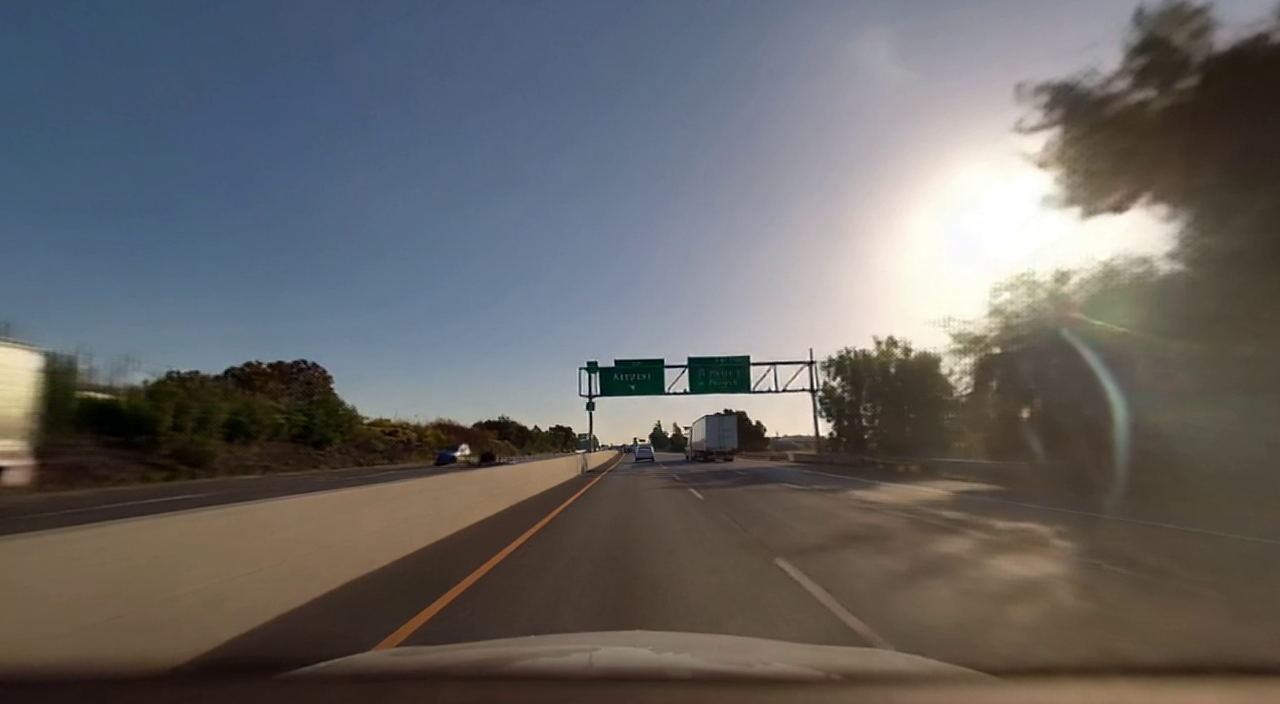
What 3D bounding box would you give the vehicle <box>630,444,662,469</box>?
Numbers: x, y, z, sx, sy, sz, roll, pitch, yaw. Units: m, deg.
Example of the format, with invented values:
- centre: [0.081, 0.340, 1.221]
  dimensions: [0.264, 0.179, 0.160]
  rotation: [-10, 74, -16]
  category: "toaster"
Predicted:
- centre: [0.366, 7.034, 42.352]
  dimensions: [2.024, 1.579, 3.707]
  rotation: [-1, -9, 0]
  category: "vehicle"
